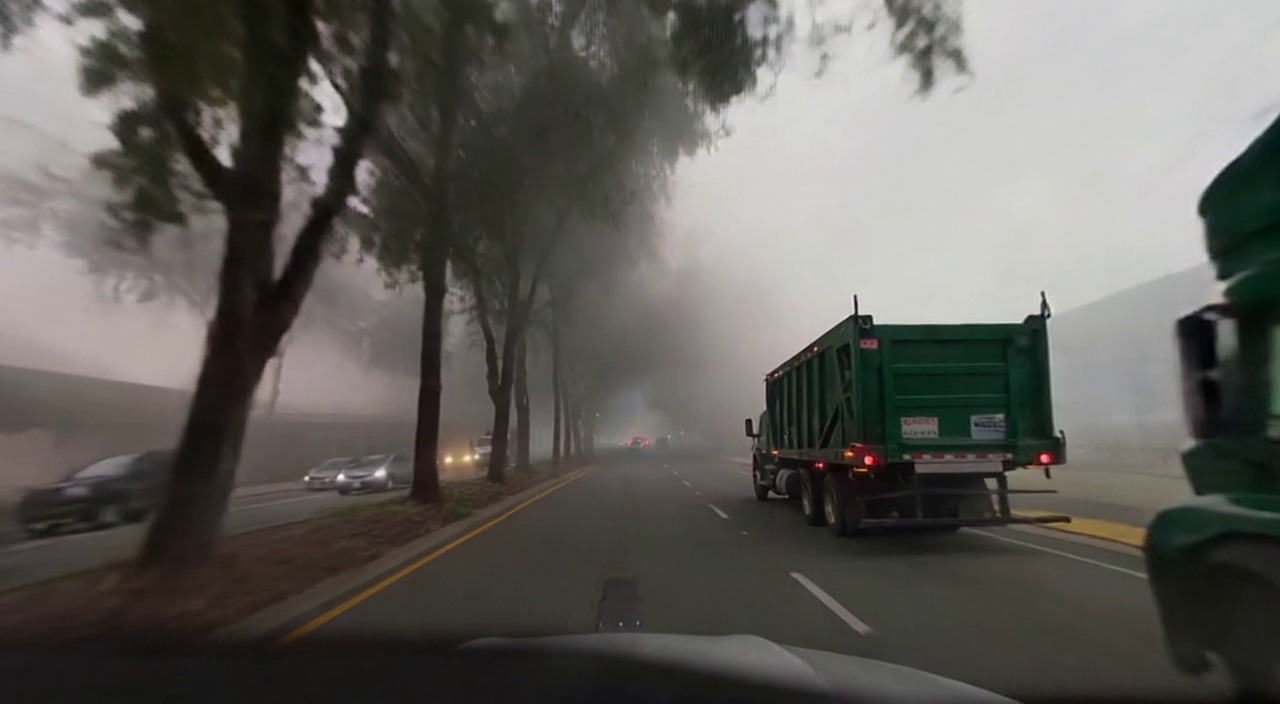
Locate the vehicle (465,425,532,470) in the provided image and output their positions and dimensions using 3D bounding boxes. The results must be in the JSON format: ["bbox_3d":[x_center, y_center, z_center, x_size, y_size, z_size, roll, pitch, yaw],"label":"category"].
[{"bbox_3d":[-10.516,7.260,48.044,3.257,3.085,9.164,0,-8,-2],"label":"vehicle"}]

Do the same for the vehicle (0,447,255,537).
[{"bbox_3d":[-13.710,3.637,17.458,2.294,1.960,6.258,0,-8,-1],"label":"vehicle"}]

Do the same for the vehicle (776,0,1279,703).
[{"bbox_3d":[3.823,0.371,5.655,2.731,3.407,10.262,0,-8,-1],"label":"vehicle"}]

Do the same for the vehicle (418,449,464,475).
[{"bbox_3d":[-14.301,7.871,45.637,1.901,1.737,4.557,0,-8,-1],"label":"vehicle"}]

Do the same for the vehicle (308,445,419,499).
[{"bbox_3d":[-10.114,4.379,23.569,2.089,1.754,4.573,0,-8,-1],"label":"vehicle"}]
